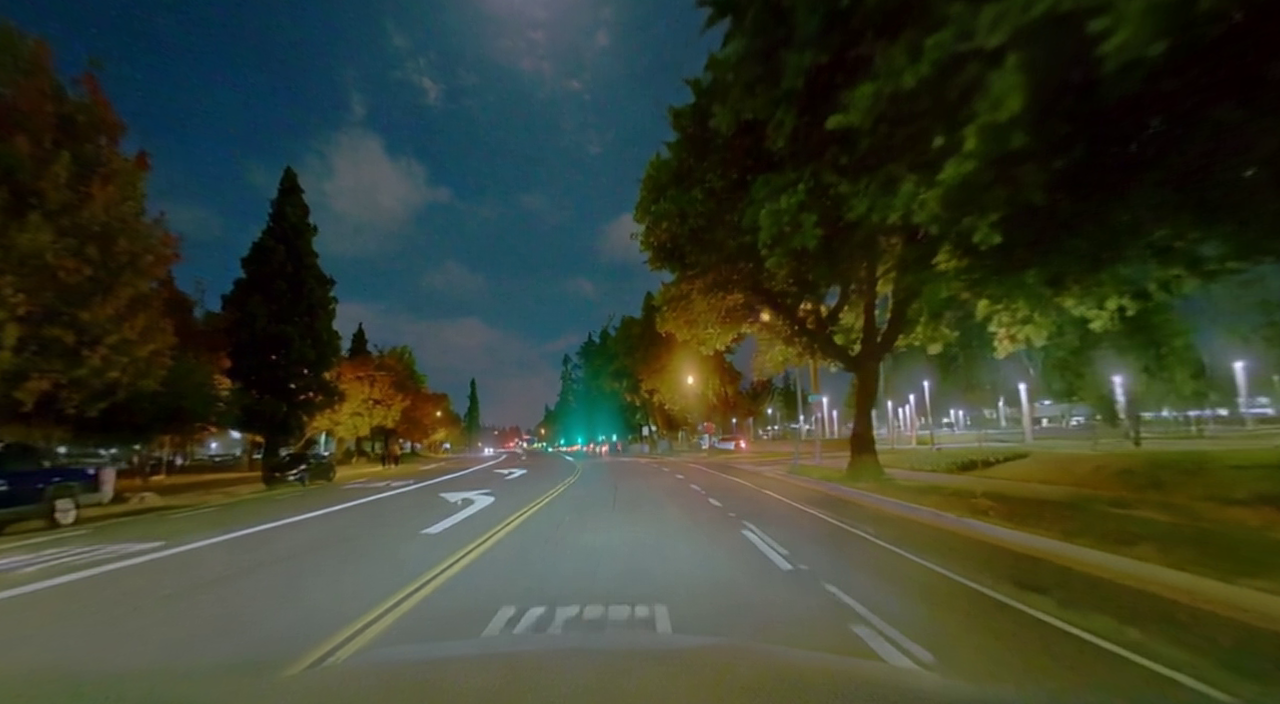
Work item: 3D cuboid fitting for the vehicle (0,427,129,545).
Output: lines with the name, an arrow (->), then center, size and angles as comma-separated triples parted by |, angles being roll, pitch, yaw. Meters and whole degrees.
vehicle -> -12.946, 2.598, 12.027 | 2.314, 2.144, 5.403 | -4, -7, -5

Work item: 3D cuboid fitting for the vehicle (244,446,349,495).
vehicle -> -13.917, 4.809, 25.967 | 2.090, 1.680, 4.434 | -3, -9, -4
